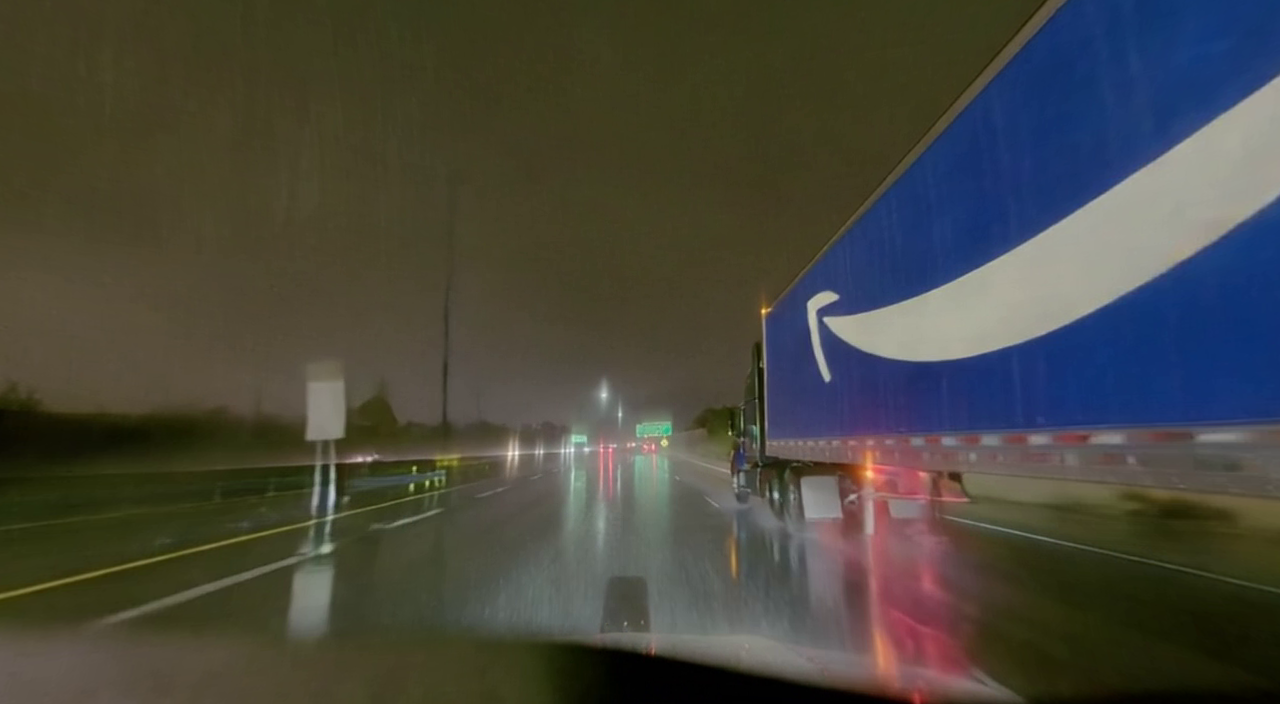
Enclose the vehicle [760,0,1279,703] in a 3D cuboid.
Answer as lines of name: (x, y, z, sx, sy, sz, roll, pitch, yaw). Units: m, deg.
vehicle: (4.040, 0.048, 4.781, 2.928, 4.021, 17.190, 0, -9, 0)
